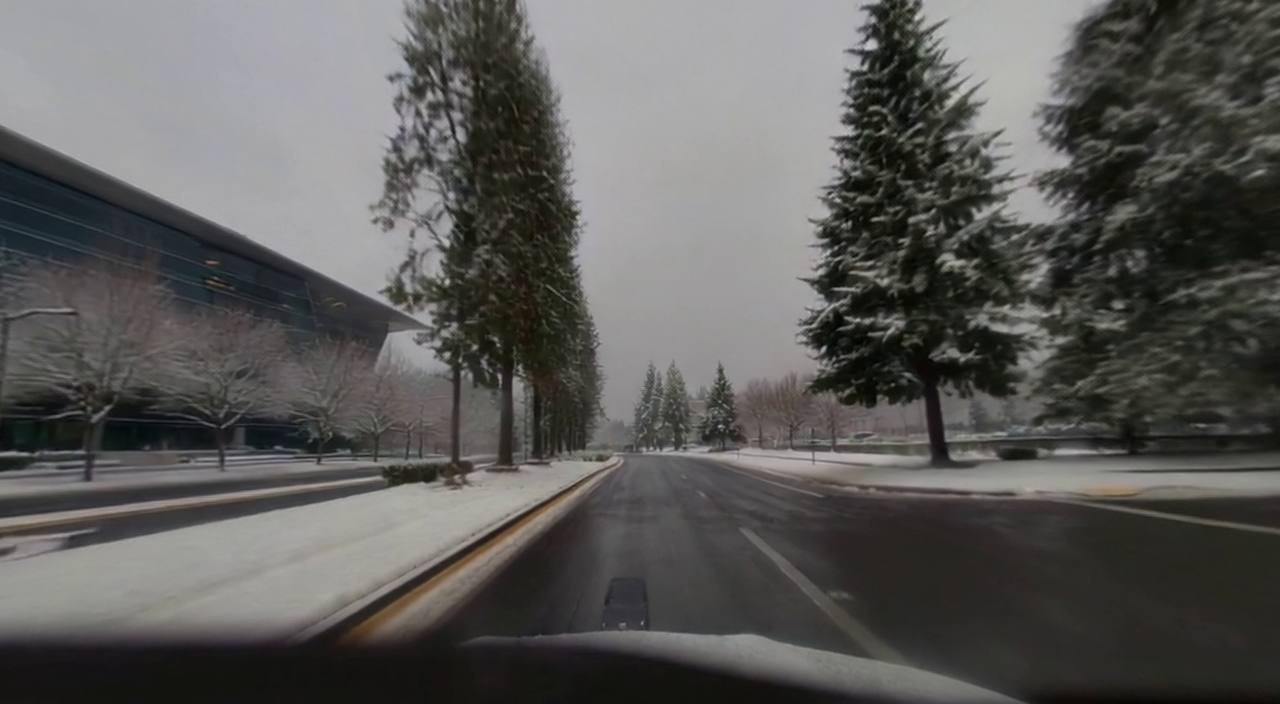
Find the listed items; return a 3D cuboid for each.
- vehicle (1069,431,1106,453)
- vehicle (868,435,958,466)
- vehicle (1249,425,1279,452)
[{"bbox_3d":[35.334,7.063,49.726,1.924,1.636,4.297,-5,-10,39],"label":"vehicle"},{"bbox_3d":[15.836,5.749,36.755,4.198,1.552,2.087,-3,-9,0],"label":"vehicle"},{"bbox_3d":[35.184,4.765,34.734,1.828,1.443,3.905,-7,-10,38],"label":"vehicle"}]
